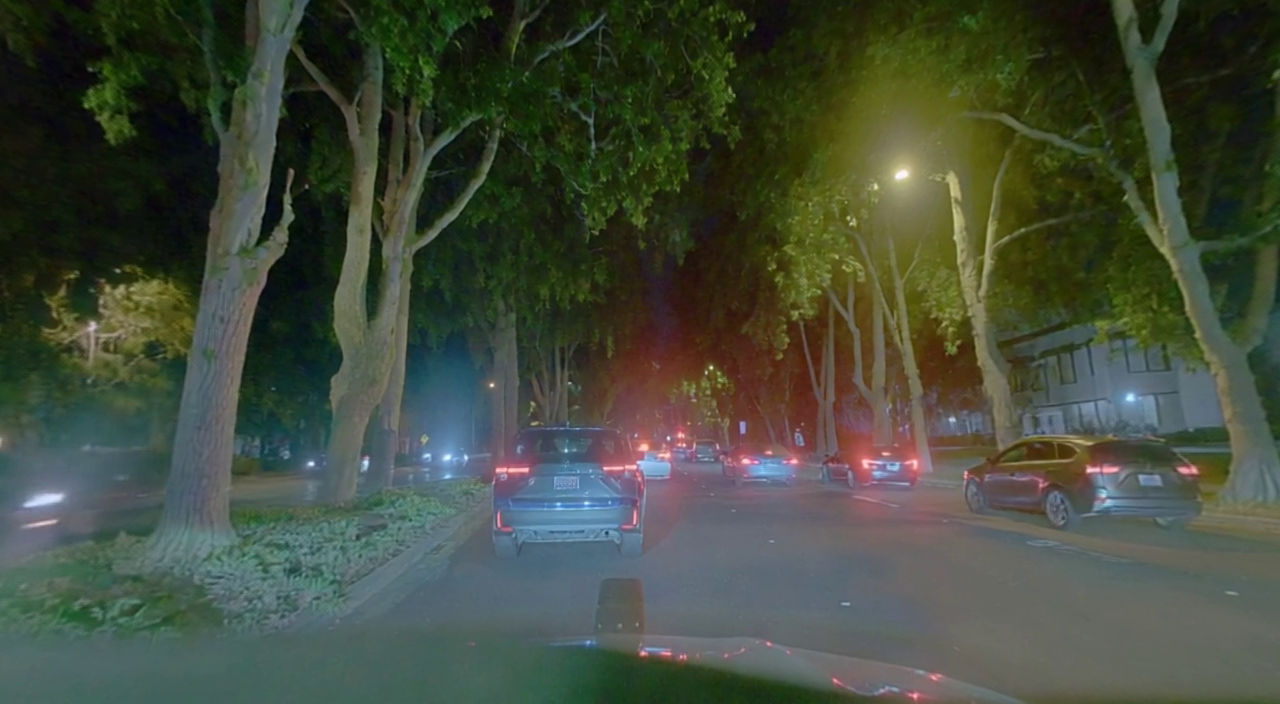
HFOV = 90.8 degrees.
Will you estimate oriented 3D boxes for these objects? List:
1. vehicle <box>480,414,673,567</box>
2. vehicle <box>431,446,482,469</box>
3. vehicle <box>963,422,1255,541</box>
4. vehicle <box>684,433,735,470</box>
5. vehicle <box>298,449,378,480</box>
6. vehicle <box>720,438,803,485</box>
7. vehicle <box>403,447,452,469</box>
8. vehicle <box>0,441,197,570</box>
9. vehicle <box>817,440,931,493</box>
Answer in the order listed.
[{"bbox_3d":[-0.846,1.794,8.875,2.106,1.655,3.717,1,-8,-5],"label":"vehicle"},{"bbox_3d":[-12.144,6.993,42.080,1.981,1.463,4.395,0,-8,1],"label":"vehicle"},{"bbox_3d":[7.942,2.210,11.425,2.168,1.709,4.289,-1,-8,4],"label":"vehicle"},{"bbox_3d":[3.645,5.337,34.072,2.114,1.846,4.659,0,-8,-1],"label":"vehicle"},{"bbox_3d":[-15.816,5.882,33.417,1.900,1.467,4.609,0,-8,1],"label":"vehicle"},{"bbox_3d":[4.171,3.856,22.543,2.175,1.477,4.520,0,-8,2],"label":"vehicle"},{"bbox_3d":[-16.010,7.990,47.846,2.042,1.500,4.626,0,-8,1],"label":"vehicle"},{"bbox_3d":[-8.372,1.890,8.096,2.039,1.466,4.553,0,-8,0],"label":"vehicle"},{"bbox_3d":[7.266,3.565,20.122,1.977,1.485,4.308,0,-8,0],"label":"vehicle"}]
